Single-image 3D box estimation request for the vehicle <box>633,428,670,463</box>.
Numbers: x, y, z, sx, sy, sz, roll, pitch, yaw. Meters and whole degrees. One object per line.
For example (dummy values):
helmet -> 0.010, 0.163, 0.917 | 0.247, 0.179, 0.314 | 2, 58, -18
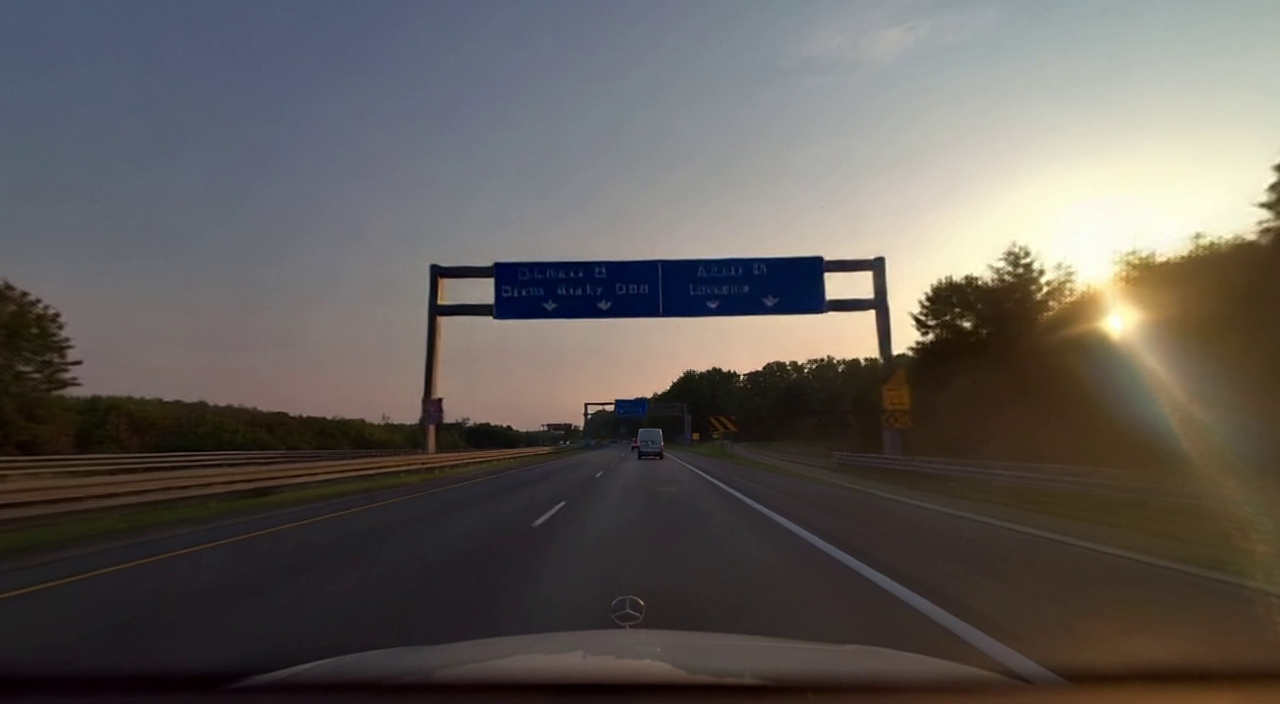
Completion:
vehicle -> 0.743, 5.997, 40.363 | 2.277, 2.109, 4.922 | 0, -8, 1
